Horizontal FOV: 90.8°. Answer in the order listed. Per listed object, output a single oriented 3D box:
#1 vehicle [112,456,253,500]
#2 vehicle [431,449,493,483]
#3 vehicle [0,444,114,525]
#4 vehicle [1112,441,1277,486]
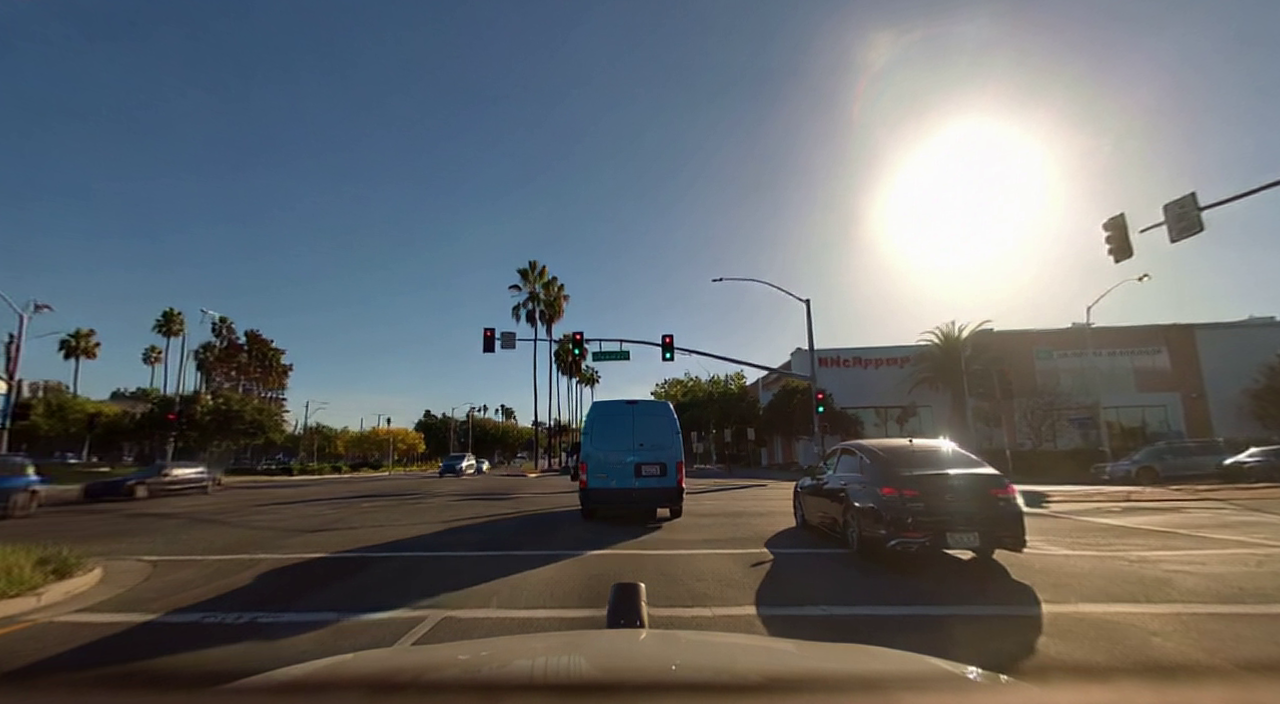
[{"bbox_3d":[-17.597,4.828,24.668,1.874,1.467,4.768,0,-9,1],"label":"vehicle"},{"bbox_3d":[-9.696,6.233,34.814,2.074,1.681,4.417,0,-9,0],"label":"vehicle"},{"bbox_3d":[-14.404,2.813,13.515,2.074,1.671,4.755,0,-9,2],"label":"vehicle"},{"bbox_3d":[22.231,4.474,25.497,4.533,1.676,2.236,0,-9,-1],"label":"vehicle"}]
